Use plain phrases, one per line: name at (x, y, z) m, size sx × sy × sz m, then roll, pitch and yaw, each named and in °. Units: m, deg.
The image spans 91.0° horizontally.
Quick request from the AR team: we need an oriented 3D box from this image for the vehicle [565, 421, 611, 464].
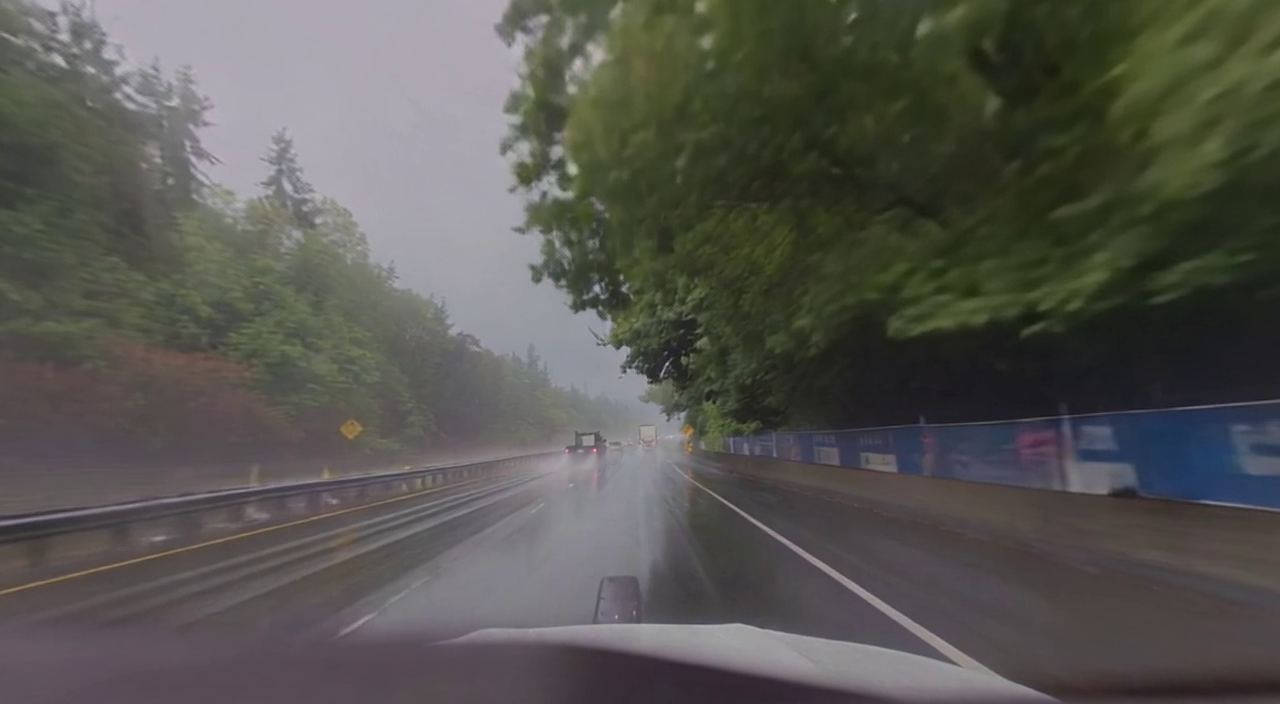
vehicle at (-3.368, 6.050, 42.002) m, size 2.484 × 2.625 × 5.907 m, roll -1°, pitch -8°, yaw 0°
